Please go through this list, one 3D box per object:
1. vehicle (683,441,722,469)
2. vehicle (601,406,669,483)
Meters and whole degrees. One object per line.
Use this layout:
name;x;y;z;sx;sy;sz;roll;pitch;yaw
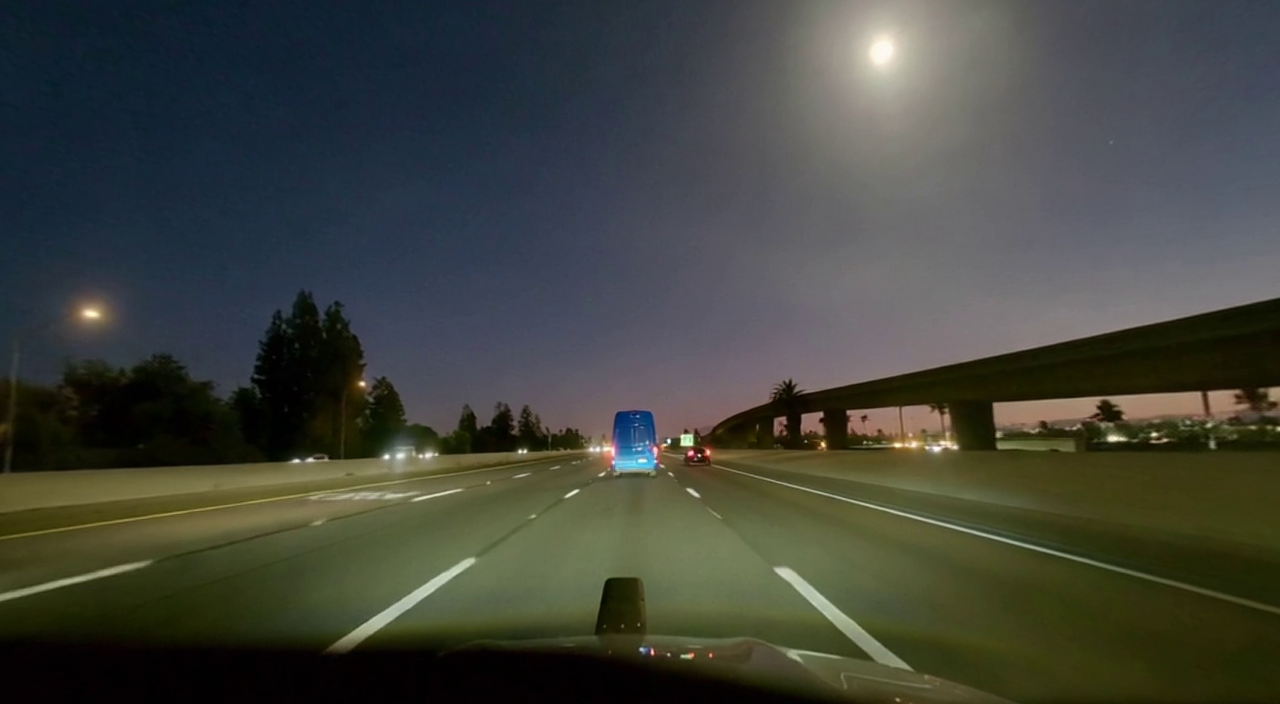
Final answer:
vehicle;3.803;6.347;38.854;1.987;1.648;3.984;0;-8;0
vehicle;-0.055;3.791;25.754;2.476;2.776;5.598;0;-8;2
